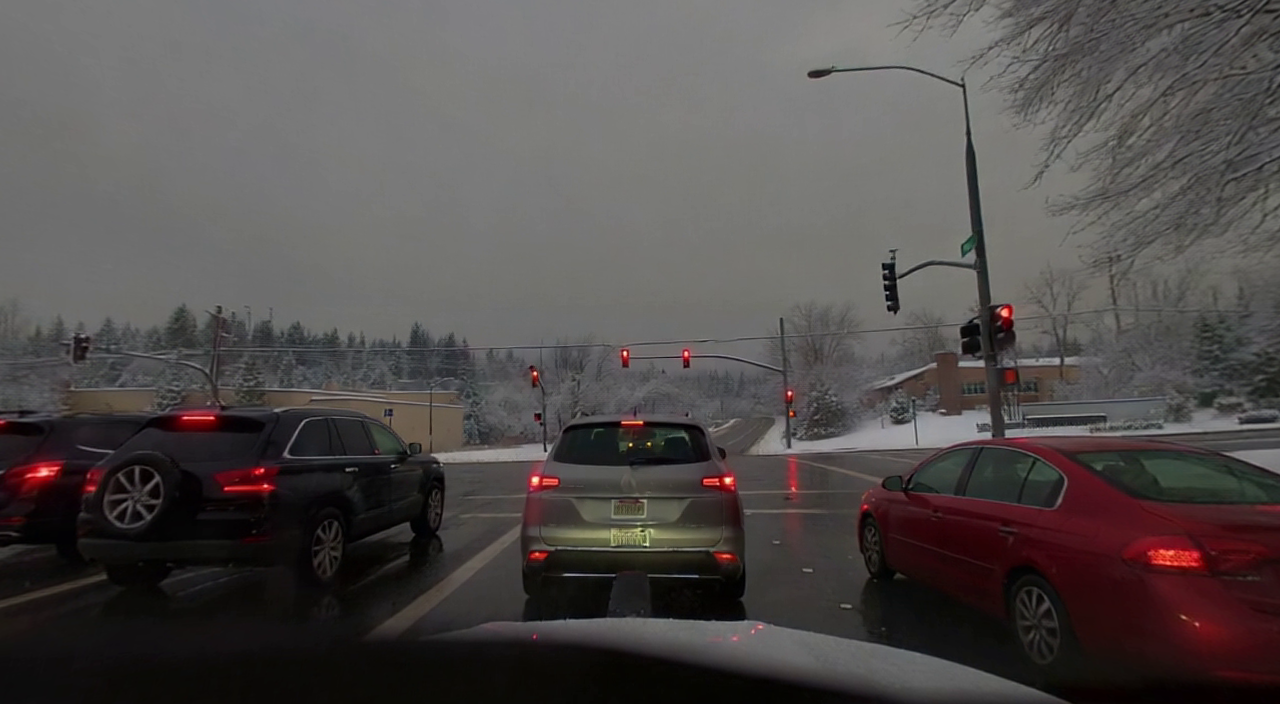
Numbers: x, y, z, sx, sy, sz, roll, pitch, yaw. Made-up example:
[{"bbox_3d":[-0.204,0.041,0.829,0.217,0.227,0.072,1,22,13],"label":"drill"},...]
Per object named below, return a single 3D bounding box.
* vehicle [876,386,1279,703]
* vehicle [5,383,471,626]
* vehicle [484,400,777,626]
[{"bbox_3d":[3.580,1.199,4.602,2.010,1.486,4.498,0,-8,1],"label":"vehicle"},{"bbox_3d":[-3.557,1.425,6.842,2.014,1.755,4.360,0,-8,3],"label":"vehicle"},{"bbox_3d":[-0.049,1.399,6.301,2.047,1.579,3.642,0,-8,1],"label":"vehicle"}]
